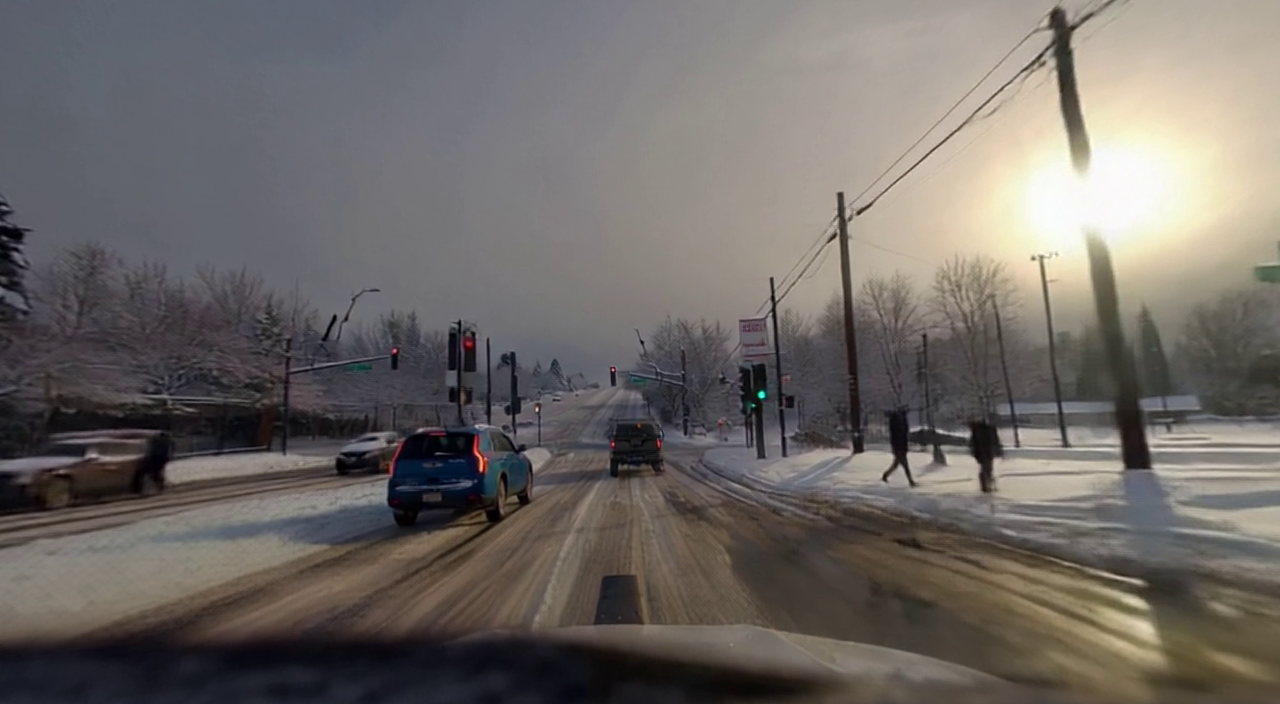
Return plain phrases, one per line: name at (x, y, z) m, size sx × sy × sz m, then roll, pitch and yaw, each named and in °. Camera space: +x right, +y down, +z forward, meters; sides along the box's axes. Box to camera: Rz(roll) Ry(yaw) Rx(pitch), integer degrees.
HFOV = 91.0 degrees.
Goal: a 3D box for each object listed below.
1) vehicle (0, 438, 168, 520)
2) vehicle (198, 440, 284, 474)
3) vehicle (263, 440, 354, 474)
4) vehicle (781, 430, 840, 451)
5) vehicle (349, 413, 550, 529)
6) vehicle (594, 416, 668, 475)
vehicle at (-15.294, 3.308, 16.820) m, size 2.044 × 1.832 × 4.569 m, roll -2°, pitch -8°, yaw -4°
vehicle at (-31.360, 8.271, 49.563) m, size 5.274 × 1.973 × 2.438 m, roll -8°, pitch -10°, yaw 4°
vehicle at (-16.481, 5.244, 31.580) m, size 2.191 × 1.544 × 4.541 m, roll 0°, pitch -9°, yaw -2°
vehicle at (13.227, 6.881, 48.807) m, size 3.997 × 1.496 × 1.907 m, roll 3°, pitch -9°, yaw -18°
vehicle at (-3.242, 2.171, 12.039) m, size 2.247 × 1.734 × 4.919 m, roll 0°, pitch -9°, yaw 1°
vehicle at (-0.371, 3.631, 24.418) m, size 2.552 × 1.999 × 5.498 m, roll 0°, pitch -9°, yaw -1°
